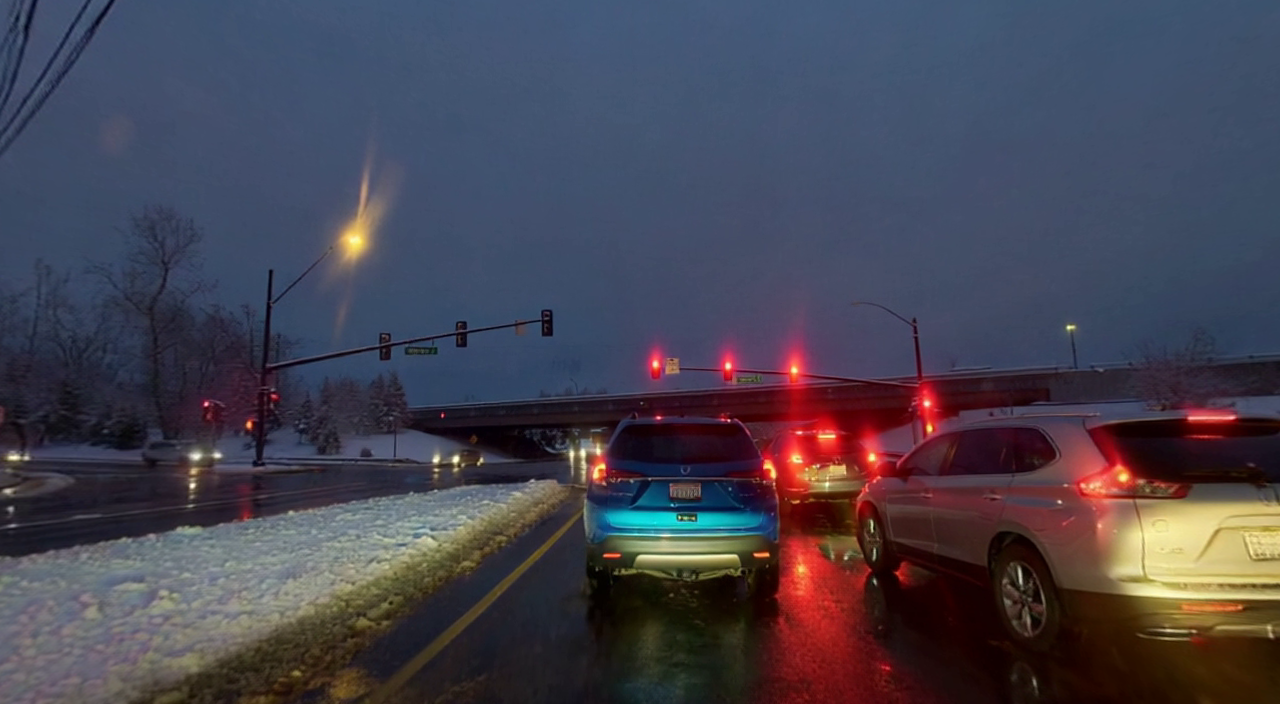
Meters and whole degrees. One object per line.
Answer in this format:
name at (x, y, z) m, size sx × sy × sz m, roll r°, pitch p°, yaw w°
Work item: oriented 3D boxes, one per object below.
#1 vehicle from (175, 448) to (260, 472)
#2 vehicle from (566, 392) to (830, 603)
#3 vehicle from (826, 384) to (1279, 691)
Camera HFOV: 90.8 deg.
vehicle at (-26.500, 6.743, 39.602) m, size 4.647 × 1.453 × 1.881 m, roll -3°, pitch -9°, yaw 19°
vehicle at (0.443, 1.557, 7.621) m, size 2.240 × 1.778 × 4.335 m, roll 0°, pitch -8°, yaw -1°
vehicle at (3.401, 1.339, 5.785) m, size 1.990 × 1.649 × 4.625 m, roll 0°, pitch -8°, yaw 0°
